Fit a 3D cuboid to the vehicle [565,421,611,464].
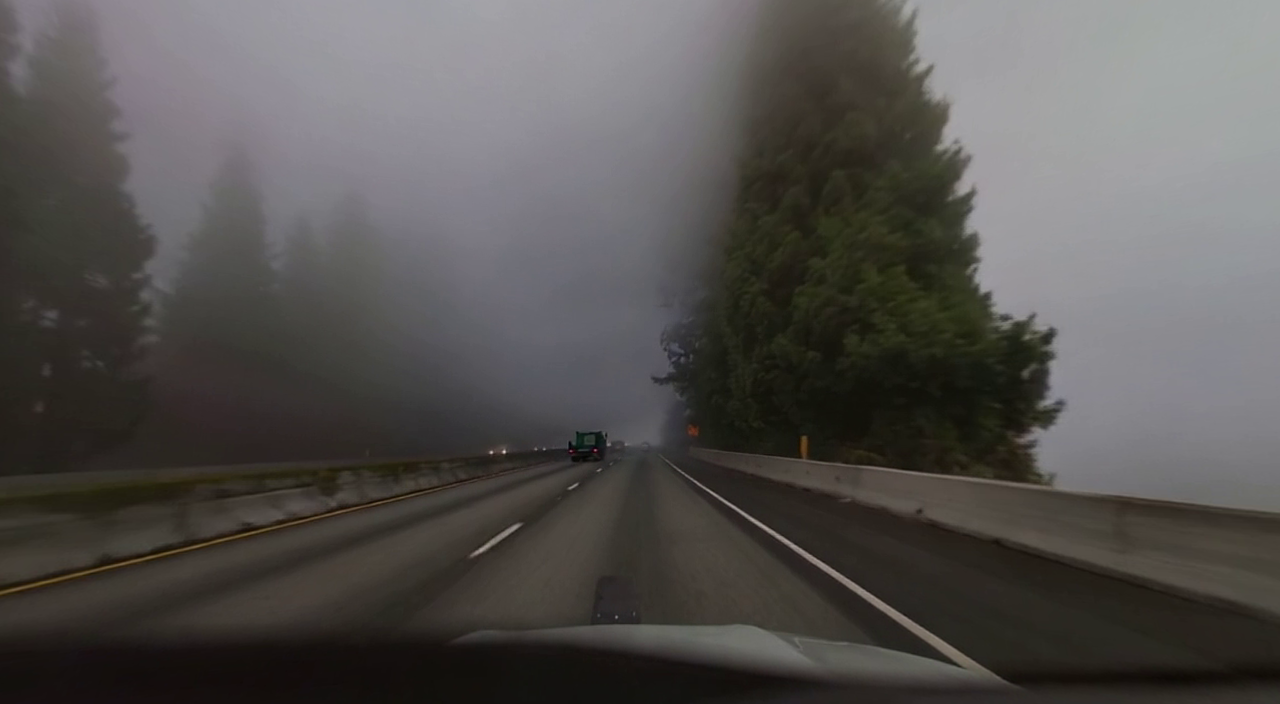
[{"bbox_3d":[-3.368,6.050,42.002,2.484,2.625,5.907,-1,-8,0],"label":"vehicle"}]
